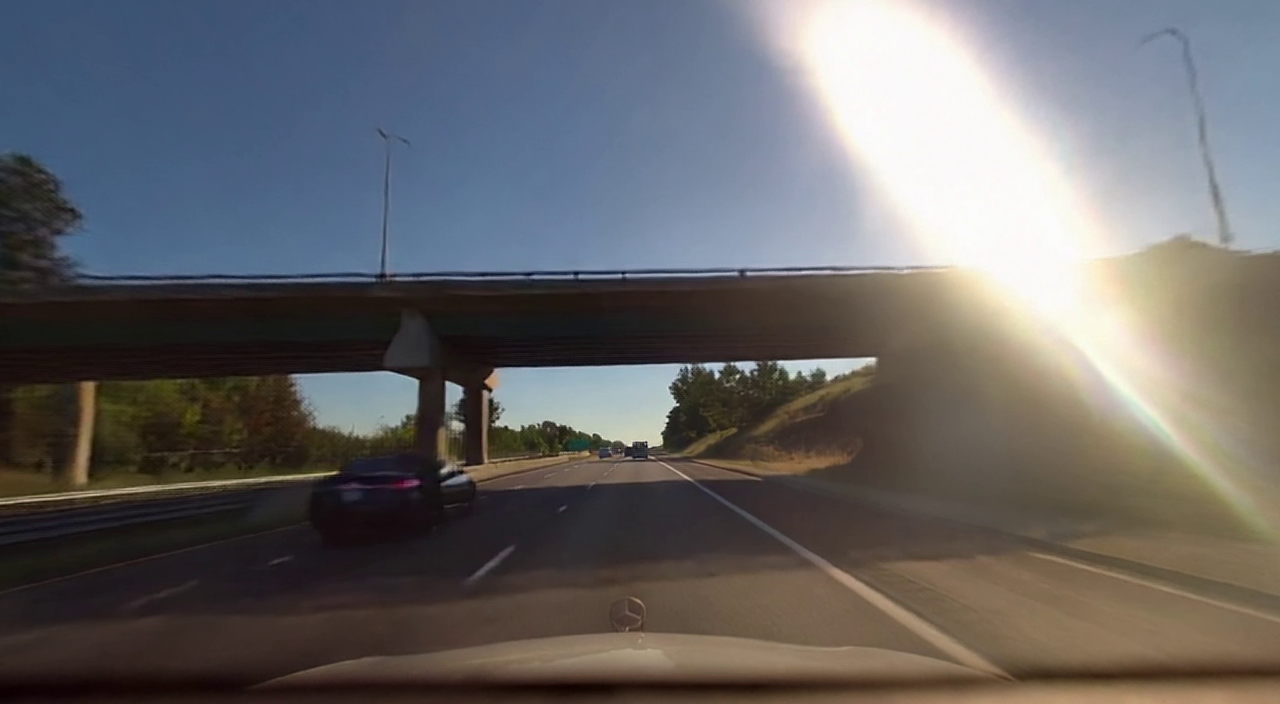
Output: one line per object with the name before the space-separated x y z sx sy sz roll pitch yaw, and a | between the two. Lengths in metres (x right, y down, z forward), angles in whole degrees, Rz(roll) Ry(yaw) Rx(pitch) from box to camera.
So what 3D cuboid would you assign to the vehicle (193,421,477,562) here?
vehicle | -4.171 1.974 9.715 2.076 1.637 4.526 0 -8 0
